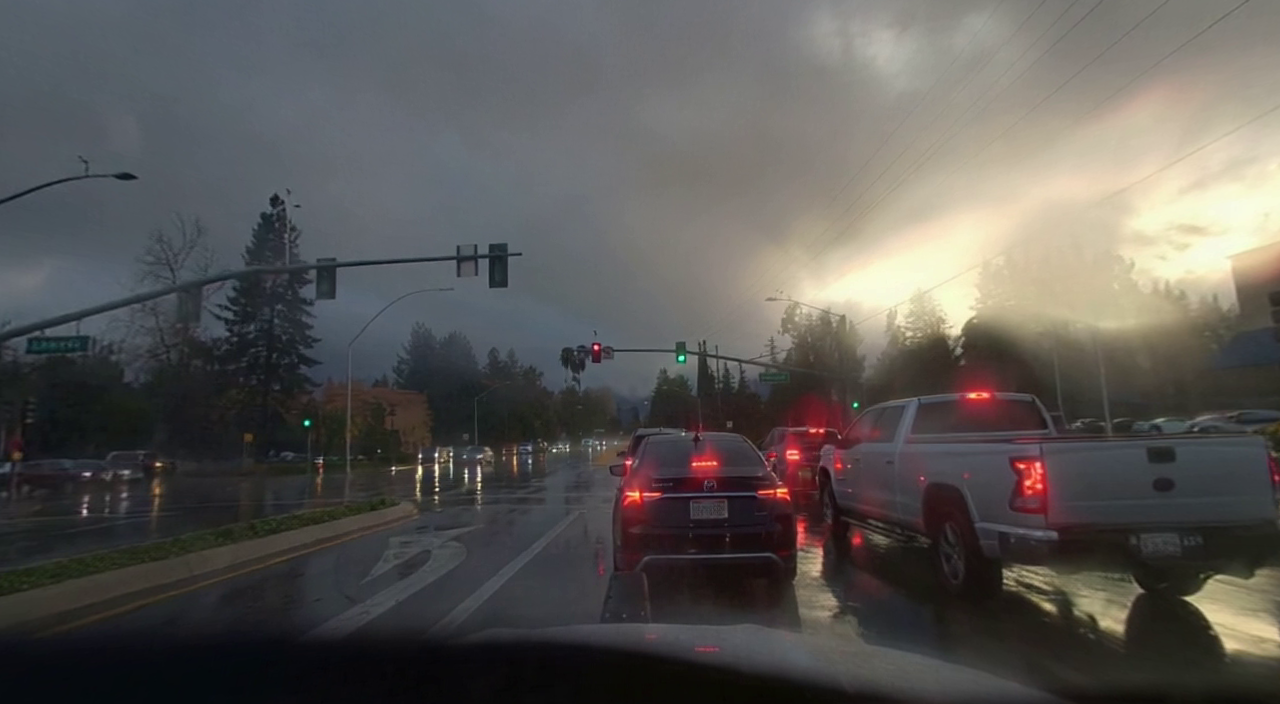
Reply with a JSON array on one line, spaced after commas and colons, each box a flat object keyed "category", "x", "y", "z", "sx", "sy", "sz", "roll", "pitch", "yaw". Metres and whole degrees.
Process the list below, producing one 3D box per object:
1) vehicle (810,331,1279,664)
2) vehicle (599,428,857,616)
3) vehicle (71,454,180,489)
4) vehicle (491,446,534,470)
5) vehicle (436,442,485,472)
[{"category": "vehicle", "x": 3.794, "y": 1.290, "z": 6.748, "sx": 2.358, "sy": 2.116, "sz": 5.328, "roll": 0, "pitch": -8, "yaw": -1}, {"category": "vehicle", "x": 0.618, "y": 1.614, "z": 6.910, "sx": 2.038, "sy": 1.447, "sz": 3.756, "roll": 0, "pitch": -8, "yaw": -2}, {"category": "vehicle", "x": -29.083, "y": 6.728, "z": 35.690, "sx": 4.789, "sy": 1.828, "sz": 2.025, "roll": -2, "pitch": -9, "yaw": 10}, {"category": "vehicle", "x": -8.455, "y": 7.064, "z": 42.179, "sx": 2.002, "sy": 1.469, "sz": 4.301, "roll": 0, "pitch": -8, "yaw": -1}, {"category": "vehicle", "x": -11.865, "y": 6.936, "z": 41.908, "sx": 1.991, "sy": 1.844, "sz": 4.393, "roll": 0, "pitch": -8, "yaw": -1}]
